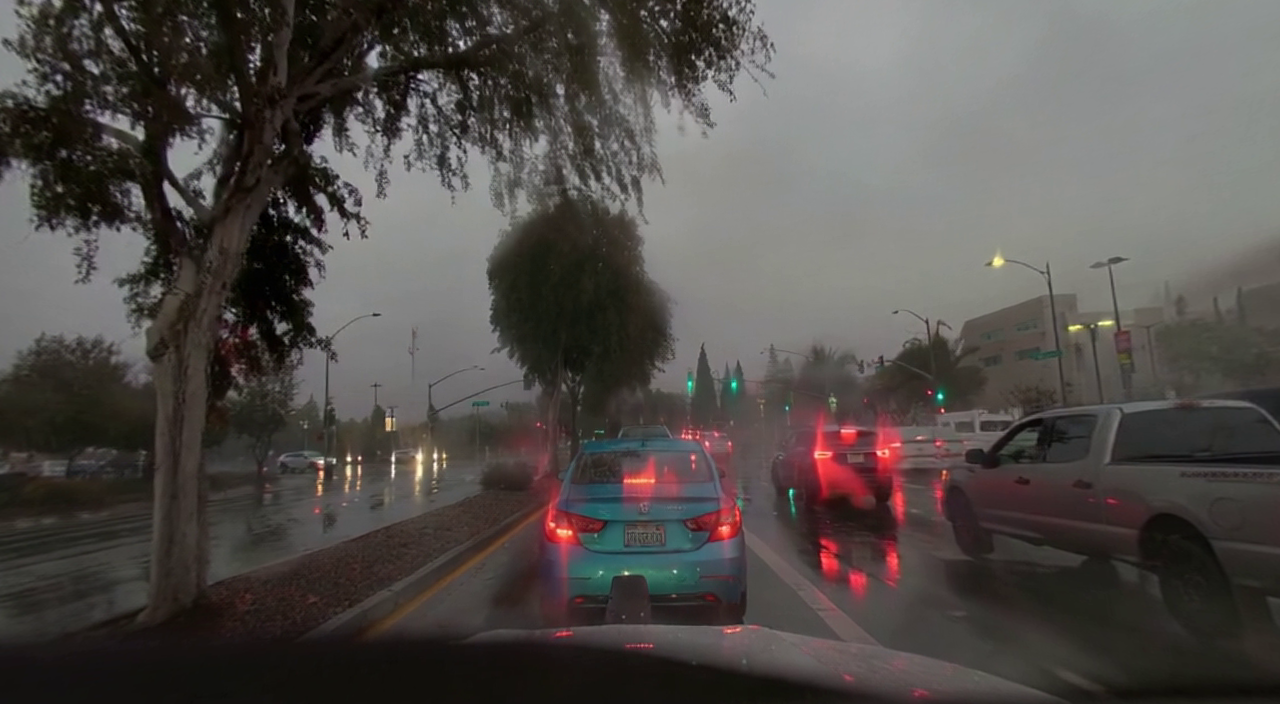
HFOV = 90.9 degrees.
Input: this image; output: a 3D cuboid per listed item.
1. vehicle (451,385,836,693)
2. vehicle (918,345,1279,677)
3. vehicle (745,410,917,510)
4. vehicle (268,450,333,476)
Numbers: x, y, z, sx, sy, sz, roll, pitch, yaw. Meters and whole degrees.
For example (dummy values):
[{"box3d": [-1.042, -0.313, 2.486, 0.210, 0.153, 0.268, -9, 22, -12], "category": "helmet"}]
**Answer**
[{"box3d": [-0.017, 1.313, 5.539, 2.116, 1.677, 3.948, 0, -8, -1], "category": "vehicle"}, {"box3d": [4.522, 1.170, 5.518, 2.019, 1.803, 4.634, 0, -8, 0], "category": "vehicle"}, {"box3d": [4.222, 2.534, 15.274, 2.319, 1.930, 5.651, 0, -8, -1], "category": "vehicle"}, {"box3d": [-24.061, 7.842, 44.877, 1.798, 1.706, 4.385, -1, -8, 6], "category": "vehicle"}]
